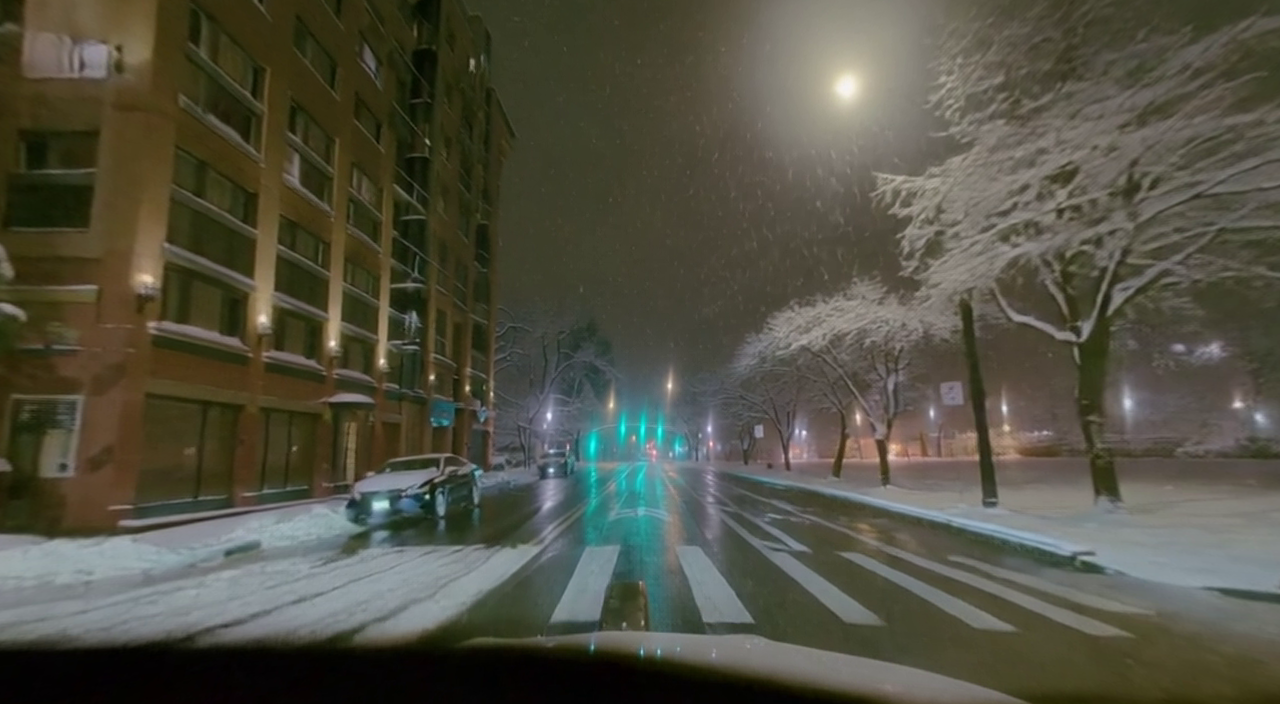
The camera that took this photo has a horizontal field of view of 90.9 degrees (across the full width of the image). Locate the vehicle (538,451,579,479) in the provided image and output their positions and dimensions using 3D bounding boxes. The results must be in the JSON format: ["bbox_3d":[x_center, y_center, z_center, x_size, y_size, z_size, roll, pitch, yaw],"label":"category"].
[{"bbox_3d":[-5.513,7.708,43.259,2.147,1.701,4.879,-1,-8,1],"label":"vehicle"}]

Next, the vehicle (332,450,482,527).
[{"bbox_3d":[-5.848,3.457,16.596,2.223,1.658,4.621,0,-9,0],"label":"vehicle"}]
